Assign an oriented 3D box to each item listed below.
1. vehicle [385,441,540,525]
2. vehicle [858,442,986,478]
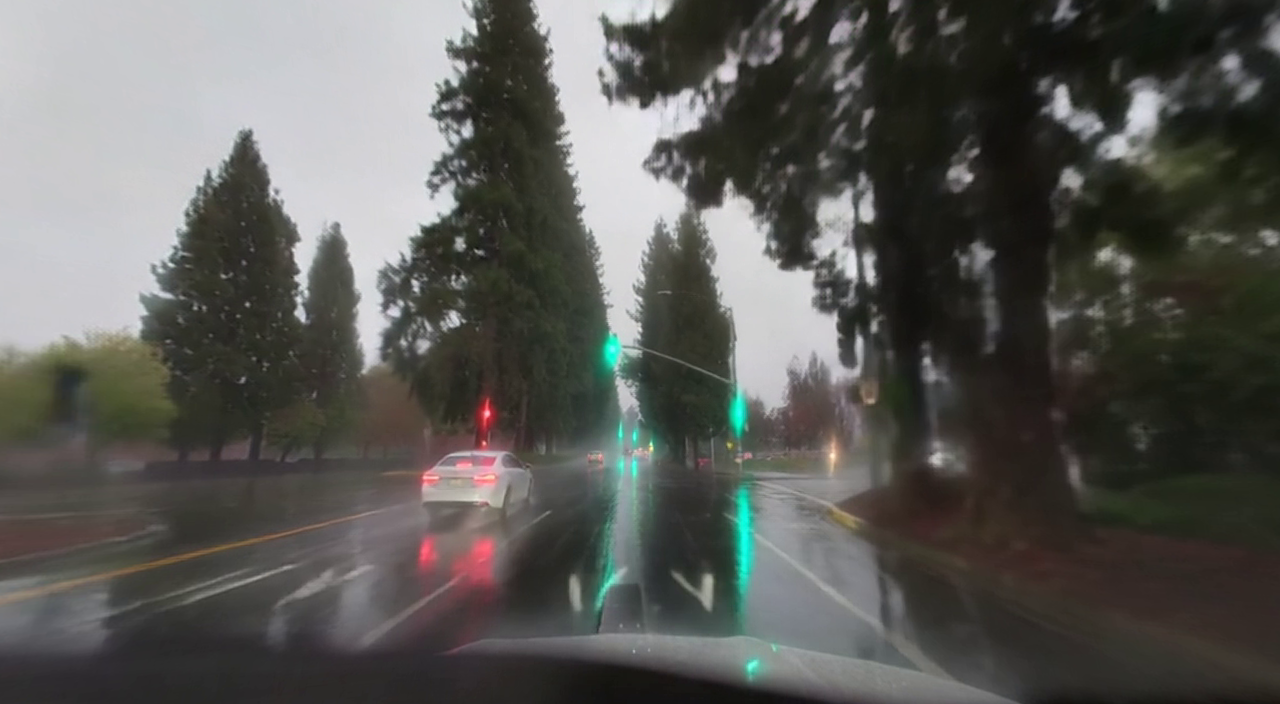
[{"bbox_3d":[-3.476,2.627,13.346,1.968,1.459,4.433,0,-8,0],"label":"vehicle"},{"bbox_3d":[12.056,4.613,27.200,4.632,1.473,1.889,0,-8,-3],"label":"vehicle"}]
